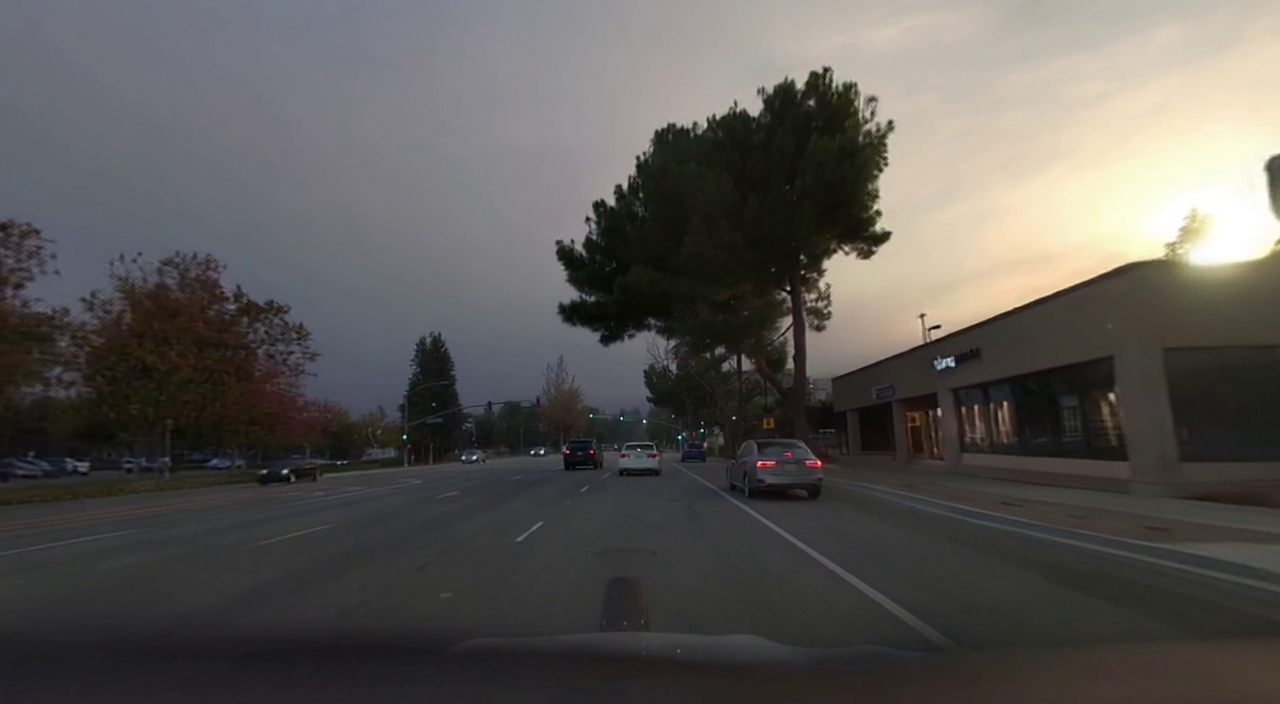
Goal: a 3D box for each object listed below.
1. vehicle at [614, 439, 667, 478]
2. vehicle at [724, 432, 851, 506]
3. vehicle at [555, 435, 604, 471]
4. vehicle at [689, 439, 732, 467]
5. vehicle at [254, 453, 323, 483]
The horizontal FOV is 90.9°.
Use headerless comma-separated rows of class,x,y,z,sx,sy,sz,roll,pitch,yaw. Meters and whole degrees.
vehicle,0.082,4.233,25.304,1.971,1.433,3.923,-1,-8,2
vehicle,3.308,2.715,15.084,1.948,1.474,4.360,0,-8,0
vehicle,-3.108,5.253,33.073,2.023,1.720,4.452,-1,-8,2
vehicle,3.934,5.741,36.025,1.913,1.463,4.198,0,-8,-1
vehicle,-22.649,7.475,40.817,1.898,1.743,4.365,-1,-8,1
